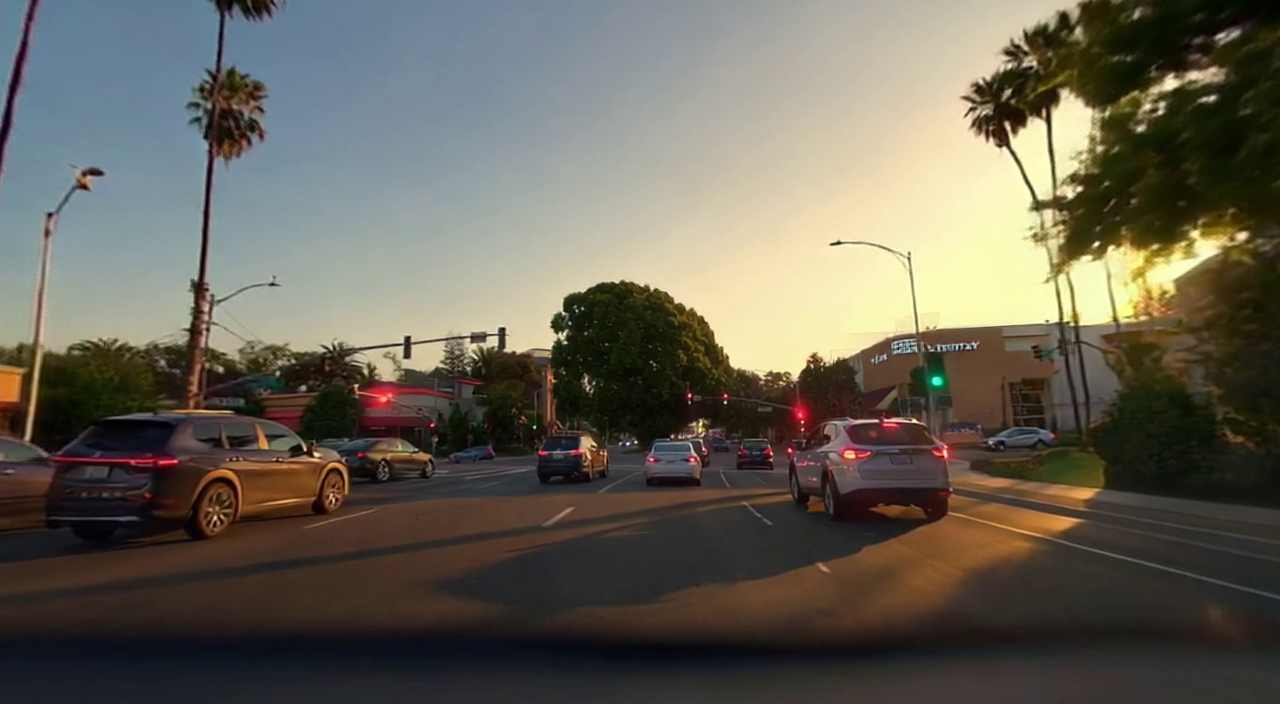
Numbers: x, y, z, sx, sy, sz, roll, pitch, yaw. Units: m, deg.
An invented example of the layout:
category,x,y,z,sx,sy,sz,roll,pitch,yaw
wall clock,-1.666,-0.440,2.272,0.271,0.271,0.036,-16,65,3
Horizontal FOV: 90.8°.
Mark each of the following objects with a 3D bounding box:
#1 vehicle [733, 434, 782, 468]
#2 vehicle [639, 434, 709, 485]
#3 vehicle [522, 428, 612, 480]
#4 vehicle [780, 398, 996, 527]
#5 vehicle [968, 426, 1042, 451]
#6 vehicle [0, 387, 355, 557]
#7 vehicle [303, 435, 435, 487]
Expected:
category,x,y,z,sx,sy,sz,roll,pitch,yaw
vehicle,5.703,4.862,31.043,2.149,1.532,4.168,-2,-8,9
vehicle,1.121,3.470,20.601,2.057,1.492,3.825,-1,-8,4
vehicle,-2.625,3.841,24.066,2.088,1.746,4.650,-2,-9,11
vehicle,4.295,2.038,12.130,2.267,1.931,5.145,-1,-8,3
vehicle,28.723,6.878,49.866,4.557,1.848,2.008,-2,-9,12
vehicle,-6.546,1.682,9.481,2.127,1.888,4.637,-1,-8,3
vehicle,-8.593,3.480,20.551,2.017,1.472,4.418,-1,-8,6
